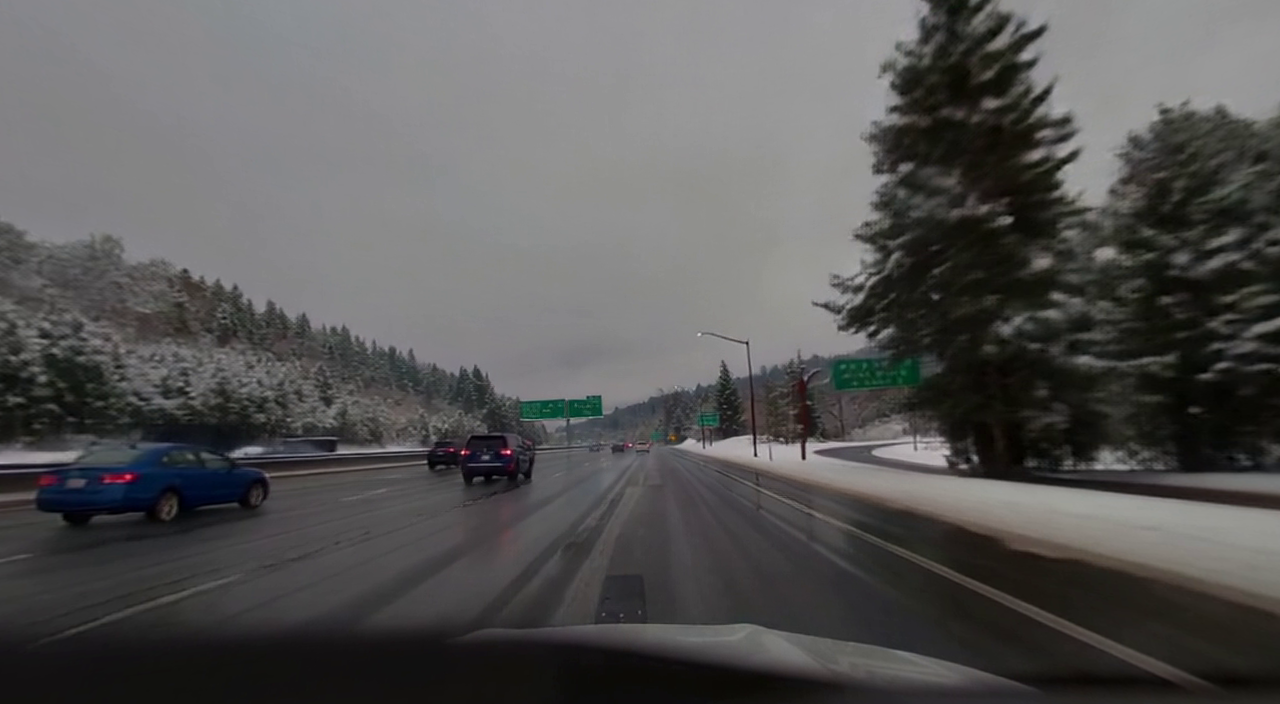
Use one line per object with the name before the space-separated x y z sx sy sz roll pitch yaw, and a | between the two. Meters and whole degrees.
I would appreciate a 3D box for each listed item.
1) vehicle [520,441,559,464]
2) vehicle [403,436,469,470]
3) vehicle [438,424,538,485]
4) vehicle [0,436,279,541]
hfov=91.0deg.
vehicle | -7.578 7.593 47.688 2.069 1.636 4.483 0 -9 2
vehicle | -11.794 5.878 36.775 2.079 1.822 4.893 0 -9 2
vehicle | -5.364 3.704 22.990 2.219 1.947 4.924 0 -9 2
vehicle | -9.232 2.371 11.707 1.984 1.508 4.935 0 -9 2
